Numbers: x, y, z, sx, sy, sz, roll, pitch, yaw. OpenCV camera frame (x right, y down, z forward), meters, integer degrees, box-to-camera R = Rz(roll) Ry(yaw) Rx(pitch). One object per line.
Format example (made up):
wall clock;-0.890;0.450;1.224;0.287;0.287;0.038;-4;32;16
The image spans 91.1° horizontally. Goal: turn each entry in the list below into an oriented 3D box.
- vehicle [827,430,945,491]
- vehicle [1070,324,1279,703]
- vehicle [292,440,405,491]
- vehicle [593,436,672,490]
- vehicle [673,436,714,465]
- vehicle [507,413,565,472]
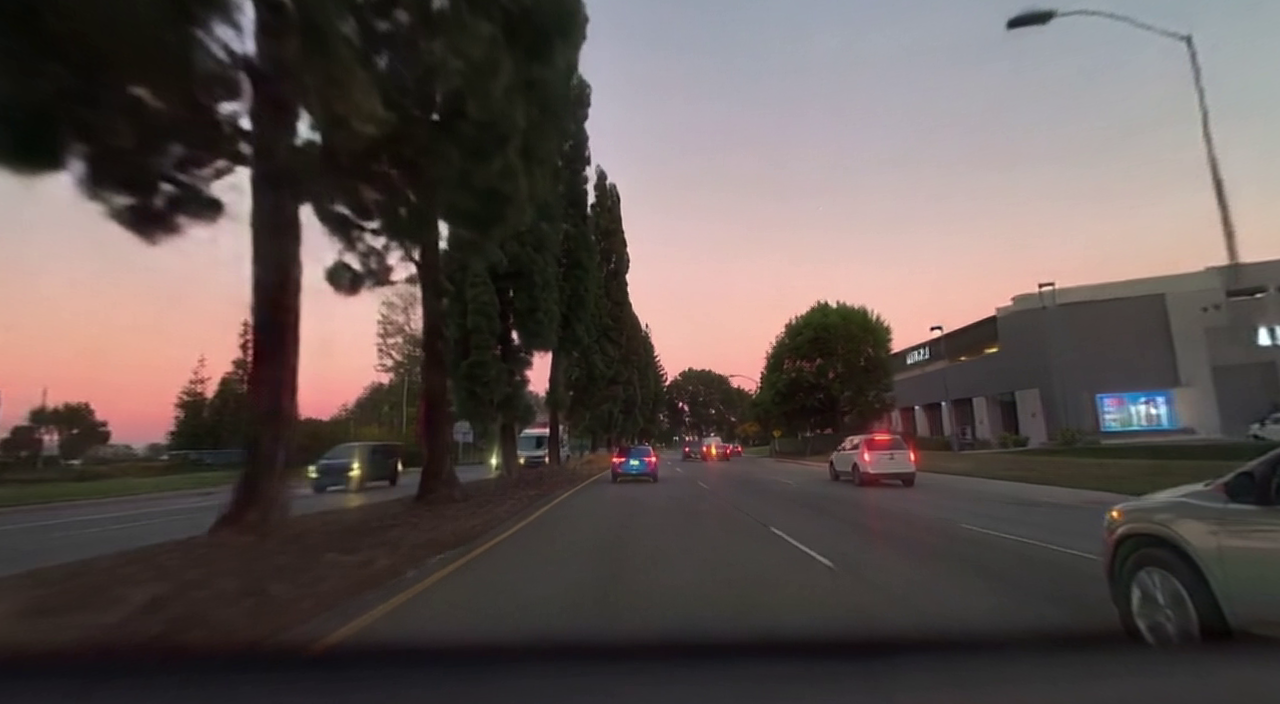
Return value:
vehicle;7.887;3.517;20.688;2.090;1.768;4.407;0;-9;0
vehicle;3.552;0.604;1.321;2.090;1.763;4.560;0;-9;1
vehicle;-11.673;4.548;25.597;2.172;1.865;4.728;0;-9;2
vehicle;-0.213;3.565;20.448;2.315;1.563;4.080;0;-9;0
vehicle;4.117;7.716;49.166;2.716;2.131;5.766;0;-9;0
vehicle;-7.915;7.020;48.873;3.021;4.215;7.024;0;-8;2
